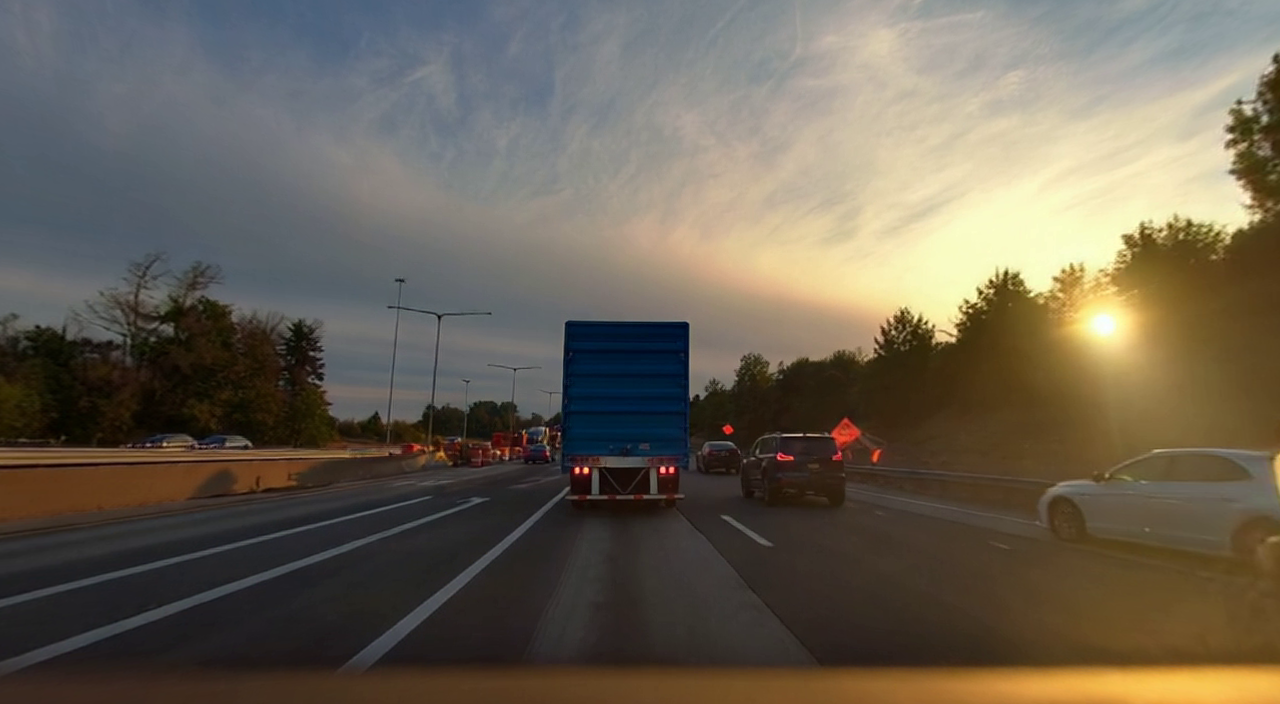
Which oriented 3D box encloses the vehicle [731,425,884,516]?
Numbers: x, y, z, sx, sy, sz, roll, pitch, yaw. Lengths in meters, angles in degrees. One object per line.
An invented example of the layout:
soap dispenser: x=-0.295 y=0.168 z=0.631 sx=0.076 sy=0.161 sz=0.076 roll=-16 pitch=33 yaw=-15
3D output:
vehicle: x=3.504 y=2.574 z=14.142 sx=2.103 sy=1.713 sz=4.173 roll=1 pitch=-9 yaw=-3

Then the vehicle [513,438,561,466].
vehicle: x=-5.971 y=5.862 z=37.048 sx=2.014 sy=1.477 sz=4.595 roll=0 pitch=-9 yaw=0

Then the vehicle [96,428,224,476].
vehicle: x=-21.587 y=4.465 z=28.367 sx=4.632 sy=1.852 sz=2.033 roll=0 pitch=-8 yaw=16

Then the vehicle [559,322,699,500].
vehicle: x=-0.437 y=2.045 z=19.127 sx=3.067 sy=3.940 sz=10.154 roll=1 pitch=-9 yaw=-2

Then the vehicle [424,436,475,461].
vehicle: x=-14.271 y=7.255 z=47.581 sx=2.054 sy=1.708 sz=4.663 roll=2 pitch=-8 yaw=4

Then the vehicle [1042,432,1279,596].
vehicle: x=7.406 y=1.747 z=7.059 sx=2.070 sy=1.632 sz=4.774 roll=2 pitch=-9 yaw=-11
